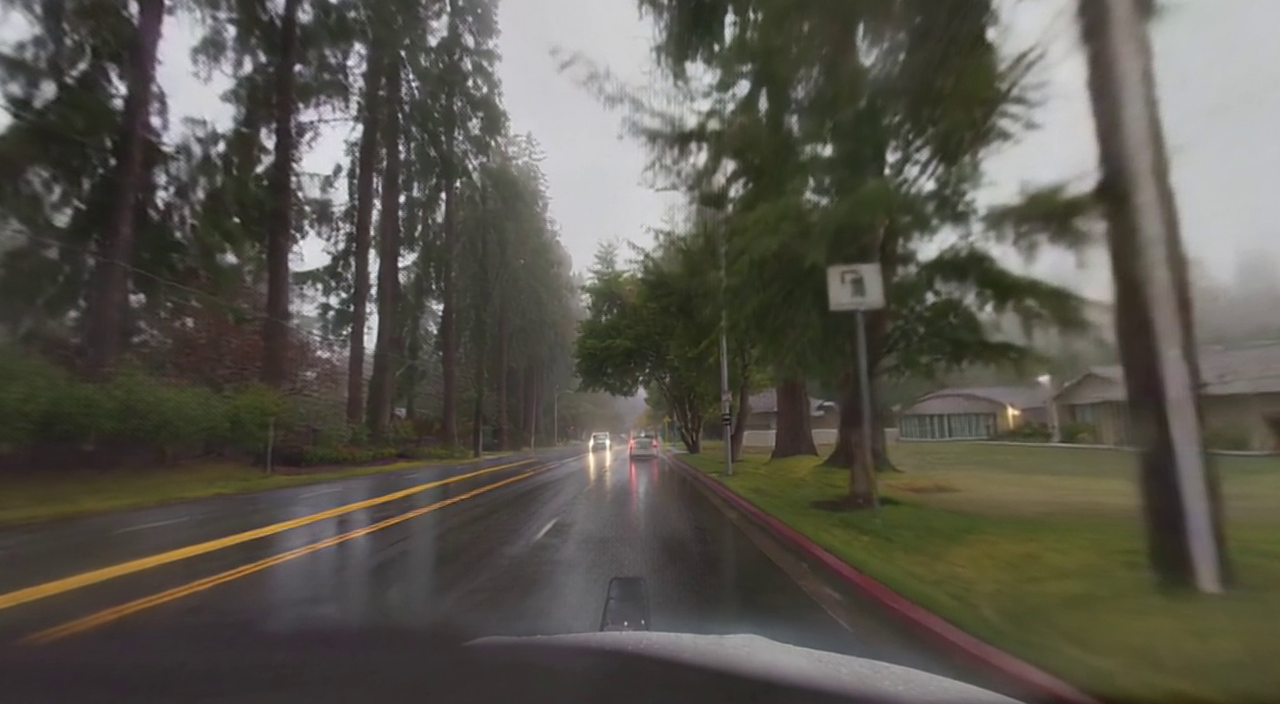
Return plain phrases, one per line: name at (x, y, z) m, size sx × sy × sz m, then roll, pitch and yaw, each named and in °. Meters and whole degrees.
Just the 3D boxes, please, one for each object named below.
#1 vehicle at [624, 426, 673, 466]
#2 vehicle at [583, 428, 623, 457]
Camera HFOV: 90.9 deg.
vehicle at (0.373, 4.339, 29.225) m, size 2.120 × 1.718 × 3.909 m, roll 0°, pitch -8°, yaw 0°
vehicle at (-2.288, 5.766, 40.117) m, size 2.157 × 1.765 × 4.303 m, roll 0°, pitch -8°, yaw 2°
